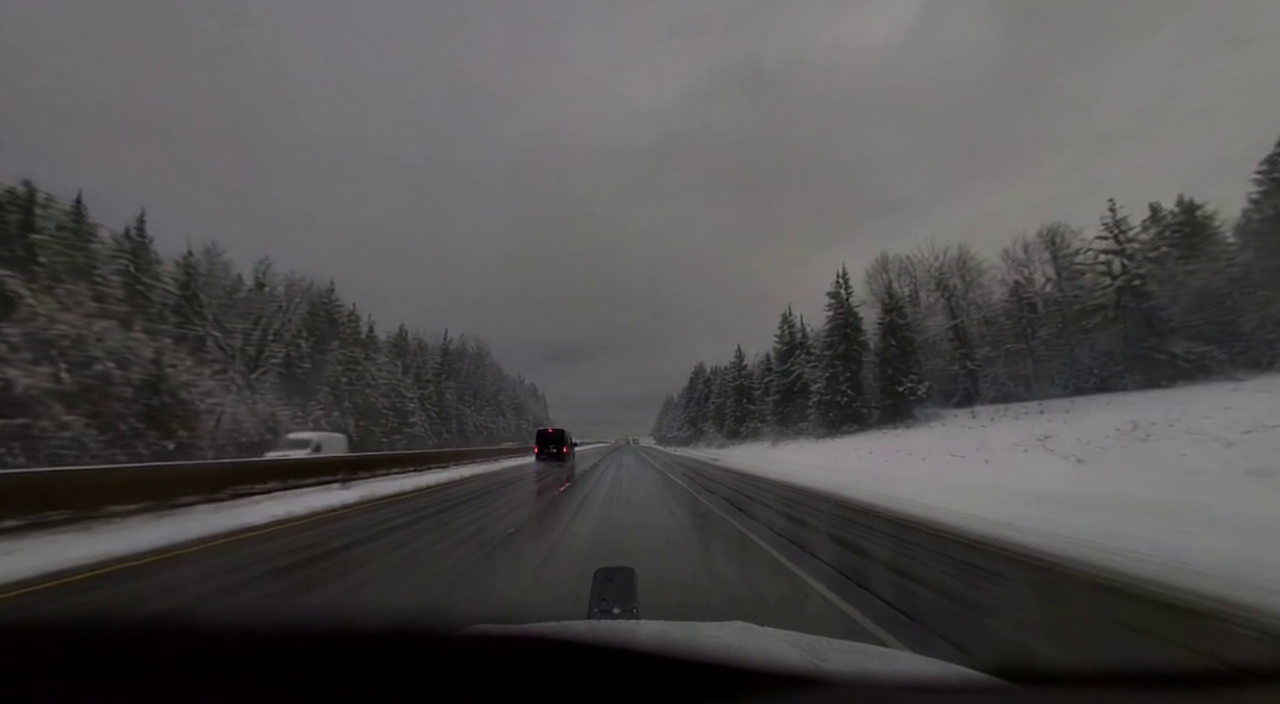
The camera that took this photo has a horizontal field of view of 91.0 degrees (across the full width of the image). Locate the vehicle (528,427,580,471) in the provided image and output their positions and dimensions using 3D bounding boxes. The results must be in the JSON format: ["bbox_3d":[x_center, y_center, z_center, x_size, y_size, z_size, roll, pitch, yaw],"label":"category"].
[{"bbox_3d":[-4.268,4.882,32.011,1.976,2.029,4.737,-1,-8,0],"label":"vehicle"}]

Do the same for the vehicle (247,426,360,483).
[{"bbox_3d":[-17.763,5.418,33.714,2.603,2.676,6.179,-1,-8,0],"label":"vehicle"}]
